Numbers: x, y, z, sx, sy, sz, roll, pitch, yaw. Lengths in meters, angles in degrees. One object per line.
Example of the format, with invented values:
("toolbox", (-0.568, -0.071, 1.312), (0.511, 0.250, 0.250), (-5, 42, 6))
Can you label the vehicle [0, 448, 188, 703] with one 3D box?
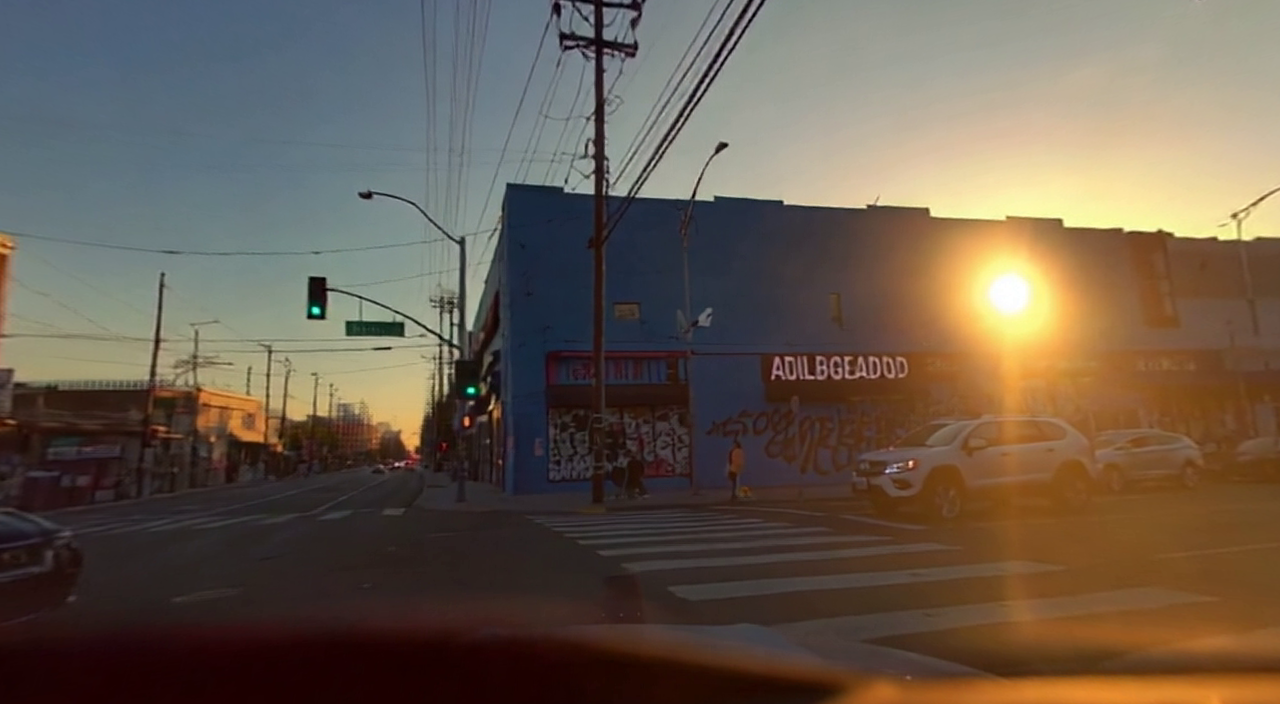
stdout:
("vehicle", (-5.850, 1.380, 4.155), (4.439, 1.457, 2.097), (-2, -9, 11))

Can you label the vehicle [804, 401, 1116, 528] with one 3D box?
("vehicle", (5.940, 2.039, 11.908), (4.970, 1.972, 2.372), (3, -9, -21))

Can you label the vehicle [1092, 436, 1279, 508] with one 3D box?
("vehicle", (13.207, 2.711, 14.697), (4.672, 1.459, 1.938), (3, -9, -20))
